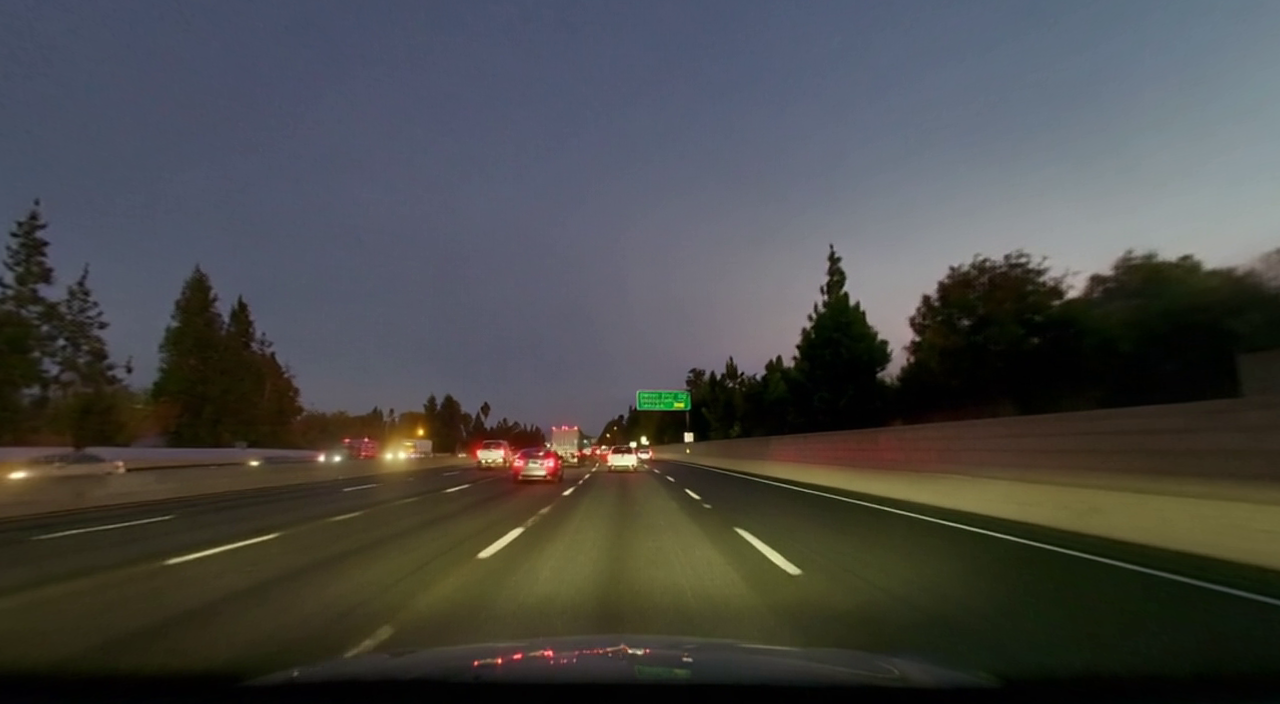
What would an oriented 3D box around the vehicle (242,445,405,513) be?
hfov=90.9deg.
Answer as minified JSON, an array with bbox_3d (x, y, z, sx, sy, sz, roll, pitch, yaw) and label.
[{"bbox_3d":[-7.854,3.148,16.239,1.896,1.465,4.399,0,-8,0],"label":"vehicle"}]

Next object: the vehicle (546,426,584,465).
[{"bbox_3d":[-5.408,6.863,46.253,2.279,2.672,5.256,0,-8,-2],"label":"vehicle"}]

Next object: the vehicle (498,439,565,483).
[{"bbox_3d":[-4.259,4.352,25.521,2.005,1.631,4.295,0,-8,-1],"label":"vehicle"}]

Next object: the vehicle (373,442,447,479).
[{"bbox_3d":[-11.938,5.637,33.186,2.079,1.807,5.187,0,-8,-2],"label":"vehicle"}]

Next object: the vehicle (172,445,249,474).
[{"bbox_3d":[-28.706,7.150,42.366,2.066,1.821,4.738,0,-8,-4],"label":"vehicle"}]

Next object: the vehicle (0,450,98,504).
[{"bbox_3d":[-19.557,3.789,19.316,1.903,1.506,4.545,0,-8,-1],"label":"vehicle"}]

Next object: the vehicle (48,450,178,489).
[{"bbox_3d":[-23.711,5.252,28.662,1.938,1.565,4.708,0,-8,-1],"label":"vehicle"}]

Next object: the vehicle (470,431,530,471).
[{"bbox_3d":[-9.114,6.517,41.659,2.773,2.402,6.232,0,-8,-2],"label":"vehicle"}]

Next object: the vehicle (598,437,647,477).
[{"bbox_3d":[-0.828,4.803,29.065,2.092,1.671,3.772,0,-8,-2],"label":"vehicle"}]
